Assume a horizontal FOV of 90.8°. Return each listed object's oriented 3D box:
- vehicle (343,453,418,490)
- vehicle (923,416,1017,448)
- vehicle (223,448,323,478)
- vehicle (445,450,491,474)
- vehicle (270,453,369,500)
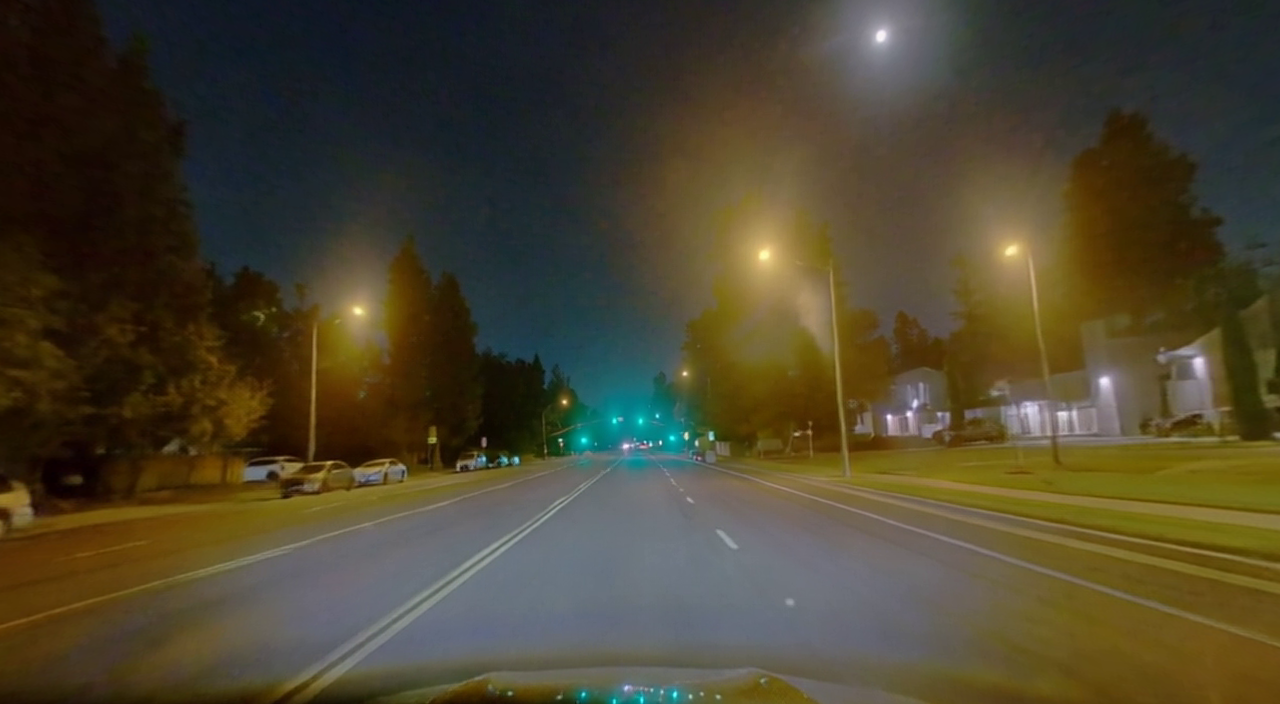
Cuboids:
[{"bbox_3d":[-12.699,5.849,31.192,1.909,1.477,4.345,-3,-8,-1],"label":"vehicle"},{"bbox_3d":[17.501,4.304,33.643,1.726,1.620,3.938,7,-11,-37],"label":"vehicle"},{"bbox_3d":[-20.927,6.340,36.150,4.498,1.623,1.903,0,-9,1],"label":"vehicle"},{"bbox_3d":[-12.580,8.063,46.584,2.078,1.618,4.650,0,-8,0],"label":"vehicle"},{"bbox_3d":[-12.670,4.908,25.291,1.828,1.510,4.149,-4,-8,0],"label":"vehicle"}]
